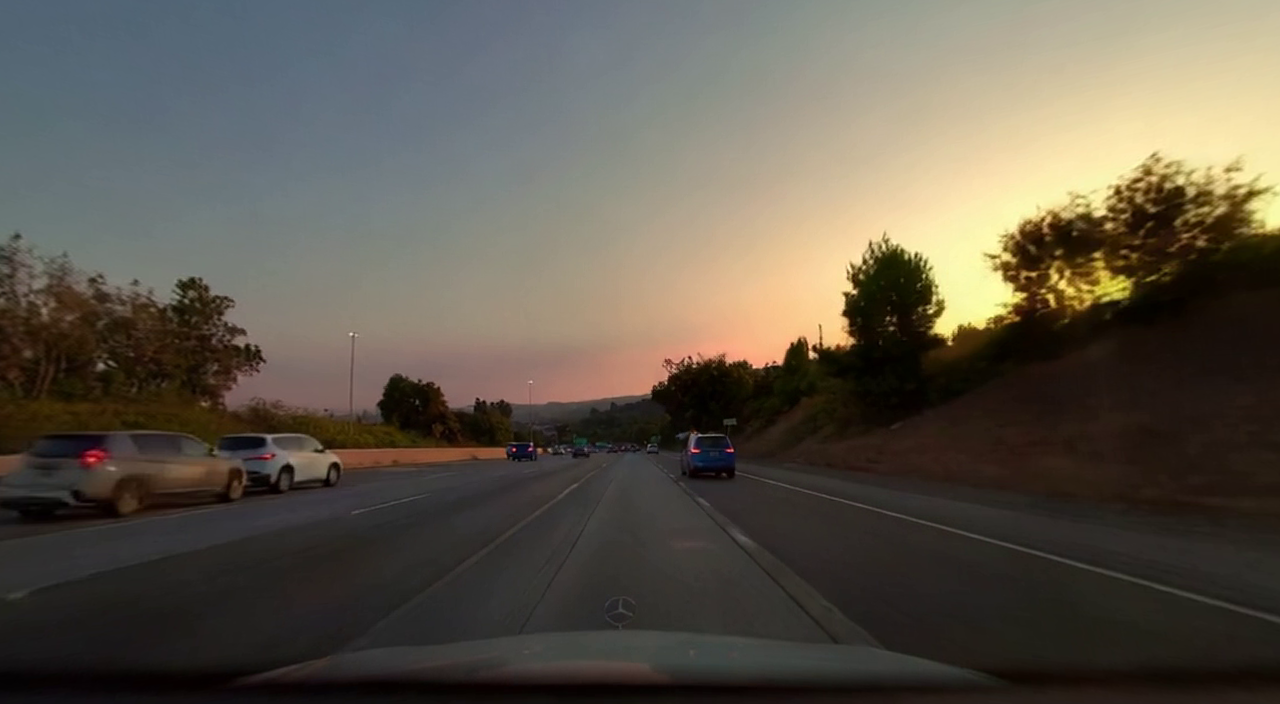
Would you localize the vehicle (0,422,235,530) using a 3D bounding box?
[{"bbox_3d":[-11.273,2.524,13.427,2.137,1.873,4.687,0,-8,-1],"label":"vehicle"}]

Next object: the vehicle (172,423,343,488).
[{"bbox_3d":[-14.957,4.124,25.361,2.736,2.262,6.533,0,-8,0],"label":"vehicle"}]

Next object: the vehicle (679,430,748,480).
[{"bbox_3d":[2.974,4.290,26.514,2.184,1.892,4.763,0,-8,-2],"label":"vehicle"}]
